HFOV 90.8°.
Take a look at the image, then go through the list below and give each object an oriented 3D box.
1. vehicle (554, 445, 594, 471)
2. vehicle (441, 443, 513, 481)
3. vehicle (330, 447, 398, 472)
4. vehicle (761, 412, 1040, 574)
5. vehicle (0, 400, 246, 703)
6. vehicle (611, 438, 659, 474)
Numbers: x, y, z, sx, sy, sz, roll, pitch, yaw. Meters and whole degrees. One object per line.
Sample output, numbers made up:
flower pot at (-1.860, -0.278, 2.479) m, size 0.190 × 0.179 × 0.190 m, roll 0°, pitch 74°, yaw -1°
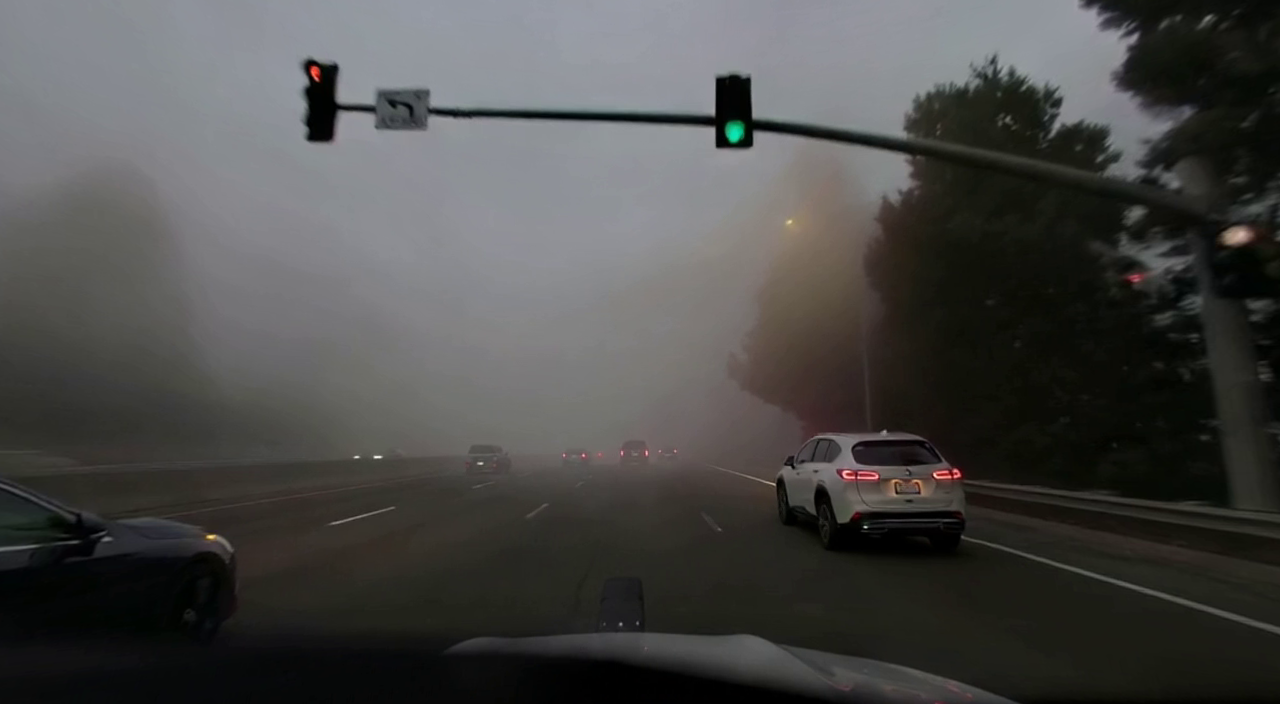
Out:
vehicle at (-3.921, 6.369, 38.112) m, size 1.968 × 1.473 × 4.209 m, roll 0°, pitch -8°, yaw 0°
vehicle at (-6.959, 4.707, 27.397) m, size 1.980 × 1.519 × 4.147 m, roll 0°, pitch -8°, yaw 0°
vehicle at (-17.070, 6.651, 39.328) m, size 2.045 × 1.482 × 4.665 m, roll 0°, pitch -8°, yaw 1°
vehicle at (3.233, 1.852, 9.111) m, size 2.029 × 1.716 × 4.545 m, roll 0°, pitch -8°, yaw -1°
vehicle at (-3.451, 0.795, 1.325) m, size 2.130 × 1.514 × 4.766 m, roll 0°, pitch -8°, yaw 1°
vehicle at (-0.266, 5.526, 33.833) m, size 2.408 × 1.748 × 4.217 m, roll 0°, pitch -8°, yaw -1°
